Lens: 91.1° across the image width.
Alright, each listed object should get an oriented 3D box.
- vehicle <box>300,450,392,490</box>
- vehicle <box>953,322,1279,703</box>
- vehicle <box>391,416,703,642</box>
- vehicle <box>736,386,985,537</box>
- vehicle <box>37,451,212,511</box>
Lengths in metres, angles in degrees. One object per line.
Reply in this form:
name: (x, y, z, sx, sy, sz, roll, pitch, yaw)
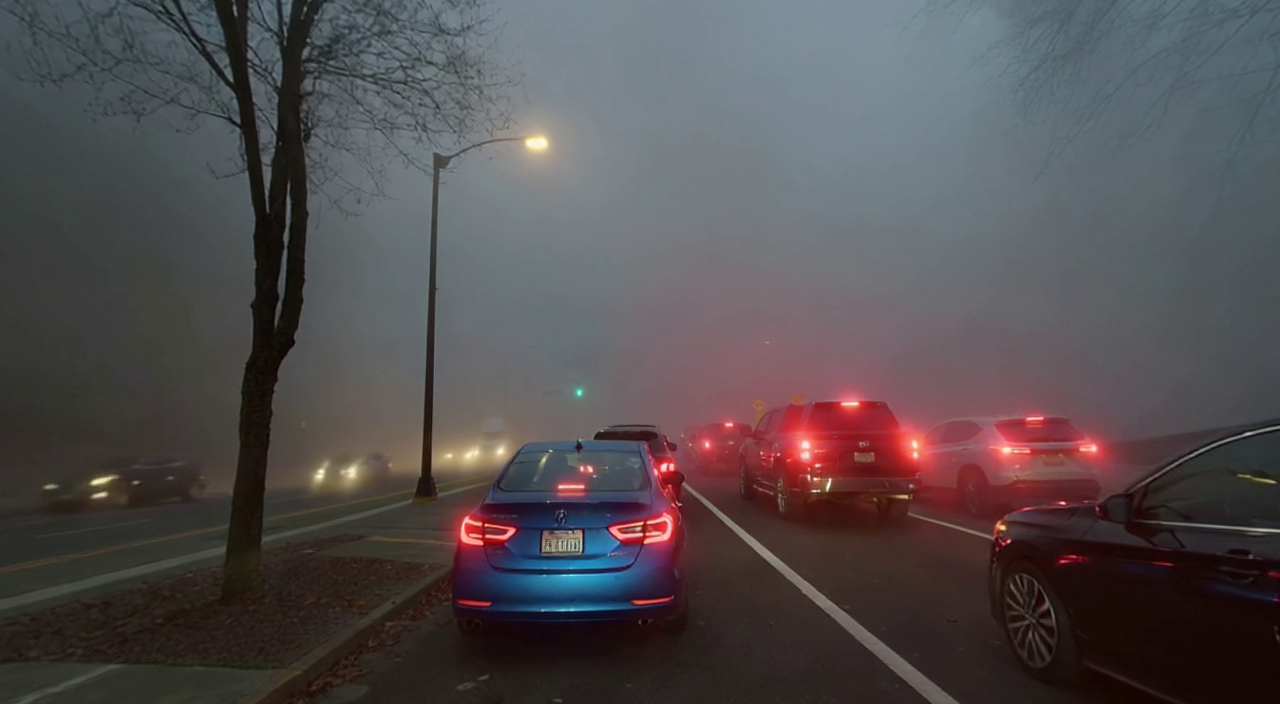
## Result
vehicle: (-12.514, 5.004, 27.022, 1.907, 1.522, 4.115, 0, -9, 1)
vehicle: (3.159, 0.755, 2.072, 1.982, 1.709, 4.427, 0, -9, 1)
vehicle: (-0.575, 1.497, 6.330, 2.111, 1.506, 4.018, 0, -8, 2)
vehicle: (3.518, 1.953, 11.692, 2.444, 2.098, 5.766, 0, -9, -1)
vehicle: (-16.308, 4.061, 20.211, 2.000, 1.656, 4.160, 0, -8, 1)
